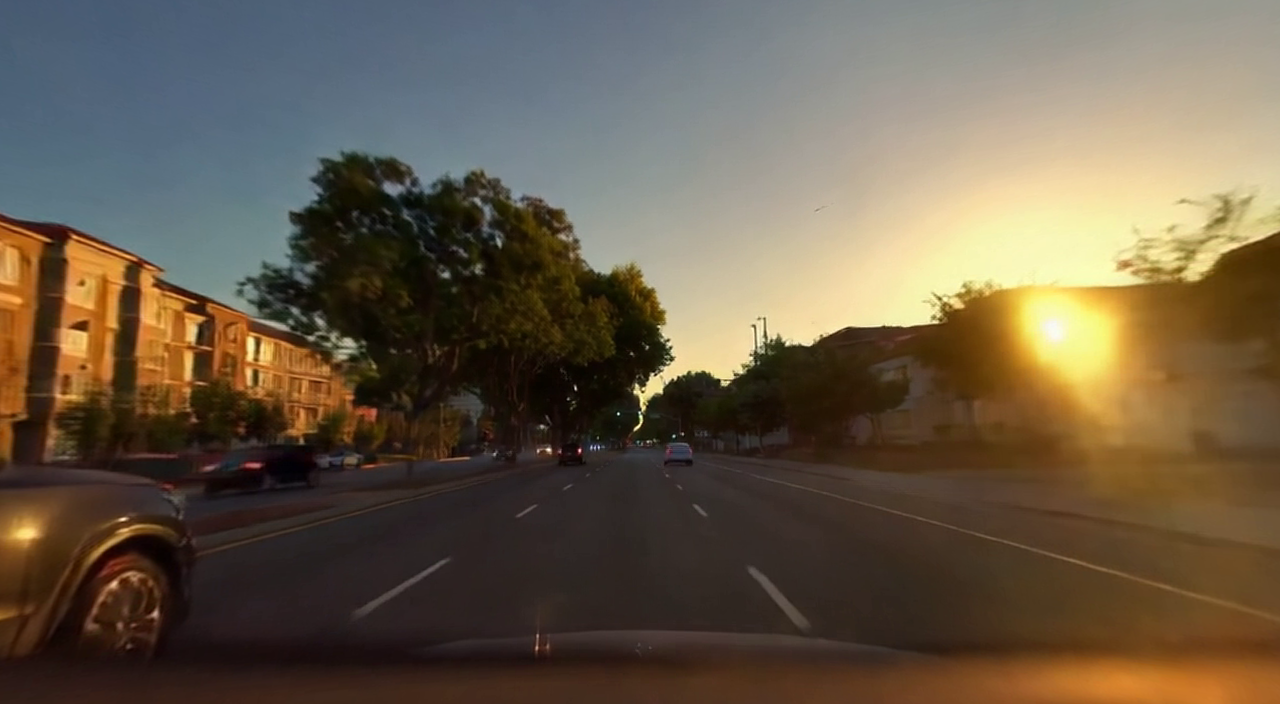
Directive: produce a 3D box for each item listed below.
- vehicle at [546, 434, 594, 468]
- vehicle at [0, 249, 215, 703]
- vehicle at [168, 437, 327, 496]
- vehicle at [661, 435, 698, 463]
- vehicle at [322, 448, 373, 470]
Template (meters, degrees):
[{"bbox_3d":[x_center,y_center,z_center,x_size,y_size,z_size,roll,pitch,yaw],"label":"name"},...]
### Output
[{"bbox_3d":[-3.749,5.382,34.596,2.083,1.685,4.069,0,-8,1],"label":"vehicle"},{"bbox_3d":[-3.438,0.418,0.743,2.225,1.984,5.168,0,-8,0],"label":"vehicle"},{"bbox_3d":[-12.101,3.509,19.956,1.966,1.643,4.688,0,-8,0],"label":"vehicle"},{"bbox_3d":[2.482,6.242,40.797,2.018,1.719,4.369,0,-8,-1],"label":"vehicle"},{"bbox_3d":[-22.881,8.351,49.666,1.918,1.586,4.366,0,-8,0],"label":"vehicle"}]
